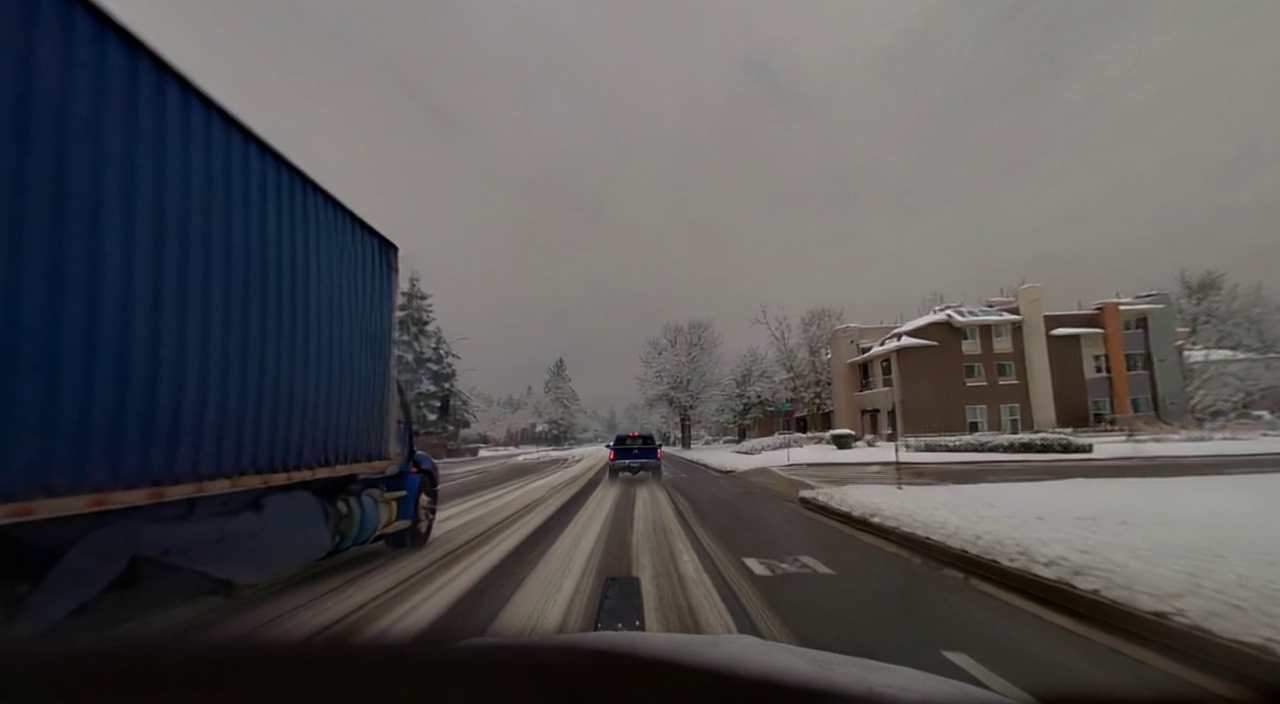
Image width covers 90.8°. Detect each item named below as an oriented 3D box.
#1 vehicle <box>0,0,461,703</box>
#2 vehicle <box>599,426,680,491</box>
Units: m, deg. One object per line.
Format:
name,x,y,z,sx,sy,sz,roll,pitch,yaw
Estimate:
vehicle,-3.837,-0.263,2.865,2.996,3.902,10.410,0,-8,0
vehicle,-0.043,3.060,18.467,2.094,1.682,3.866,0,-8,-1
